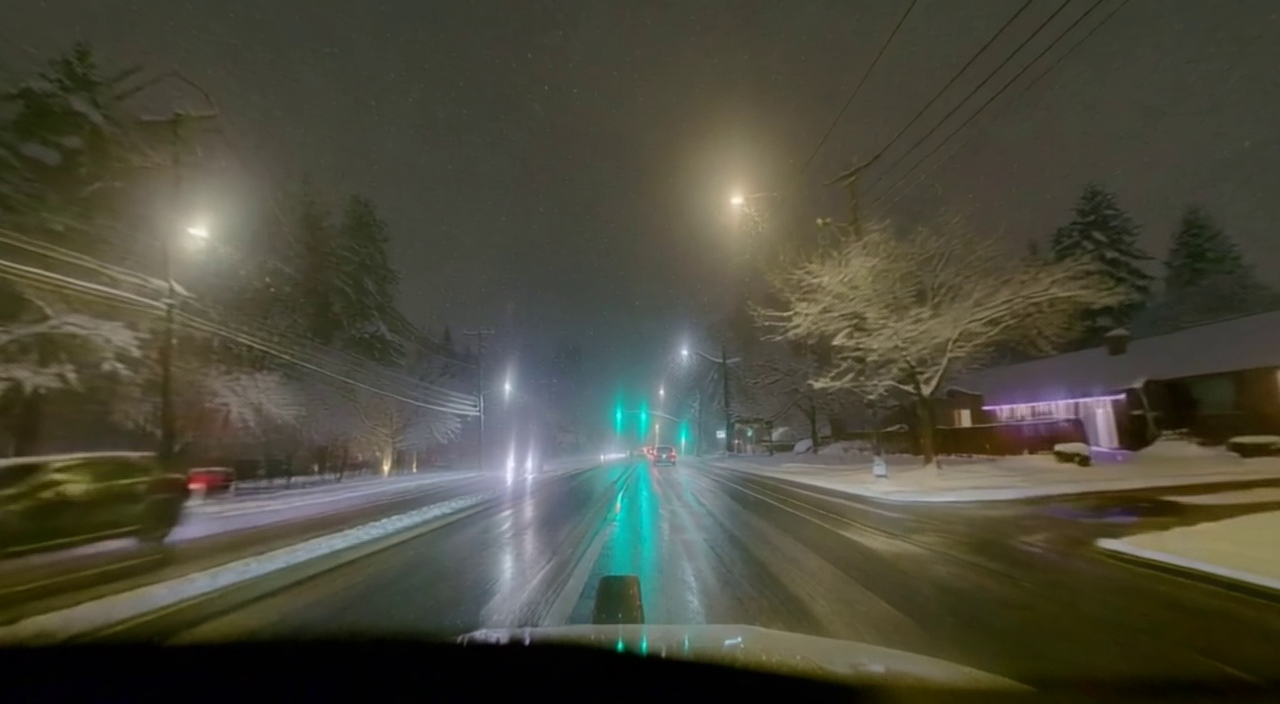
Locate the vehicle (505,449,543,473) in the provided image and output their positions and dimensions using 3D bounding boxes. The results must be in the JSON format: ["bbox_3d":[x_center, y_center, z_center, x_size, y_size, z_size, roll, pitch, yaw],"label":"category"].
[{"bbox_3d":[-9.033,8.497,49.493,1.985,1.741,4.370,-1,-8,2],"label":"vehicle"}]

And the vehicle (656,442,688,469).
[{"bbox_3d":[2.236,7.356,45.142,2.215,1.799,4.426,0,-8,2],"label":"vehicle"}]

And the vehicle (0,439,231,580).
[{"bbox_3d":[-10.085,2.468,10.559,2.337,1.963,5.862,-1,-8,3],"label":"vehicle"}]

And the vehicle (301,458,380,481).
[{"bbox_3d":[-20.444,8.025,43.198,4.455,1.464,1.885,-1,-9,8],"label":"vehicle"}]
